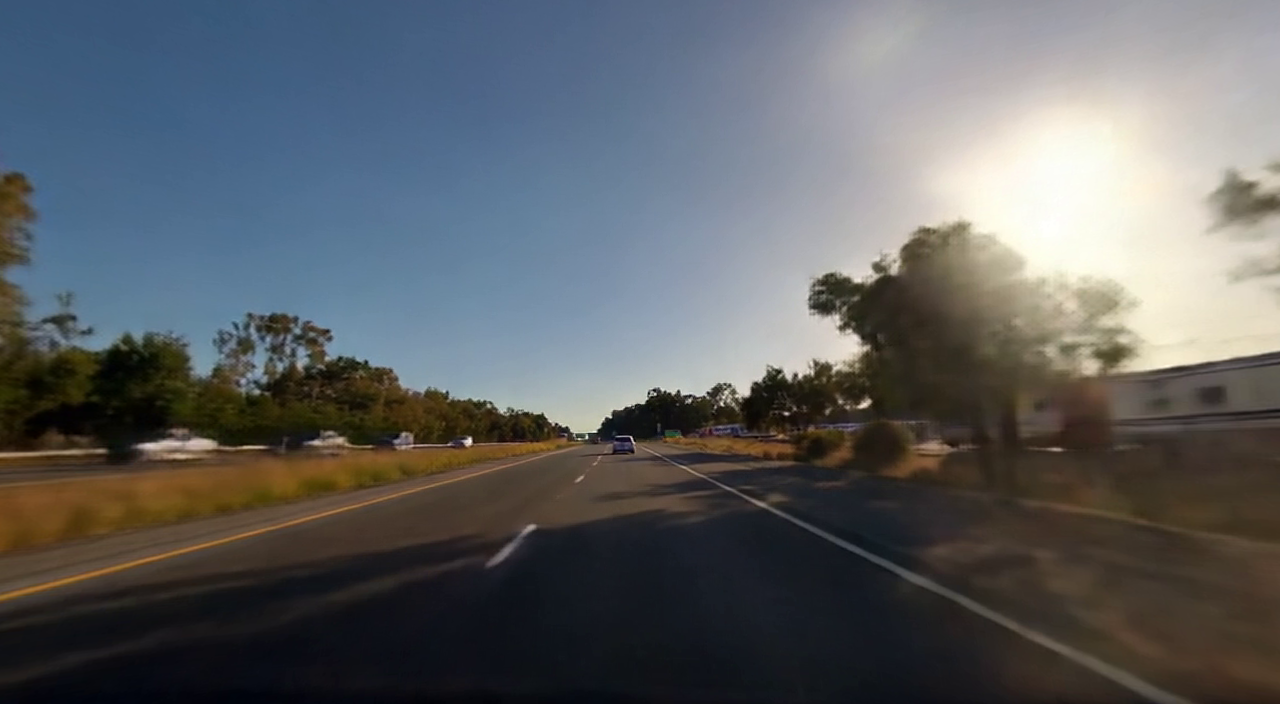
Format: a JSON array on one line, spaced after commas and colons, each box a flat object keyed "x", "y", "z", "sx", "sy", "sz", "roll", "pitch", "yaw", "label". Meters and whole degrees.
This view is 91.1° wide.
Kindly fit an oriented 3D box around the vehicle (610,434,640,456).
[{"x": -1.113, "y": 6.567, "z": 44.687, "sx": 2.037, "sy": 1.504, "sz": 4.248, "roll": 0, "pitch": -8, "yaw": -2, "label": "vehicle"}]
